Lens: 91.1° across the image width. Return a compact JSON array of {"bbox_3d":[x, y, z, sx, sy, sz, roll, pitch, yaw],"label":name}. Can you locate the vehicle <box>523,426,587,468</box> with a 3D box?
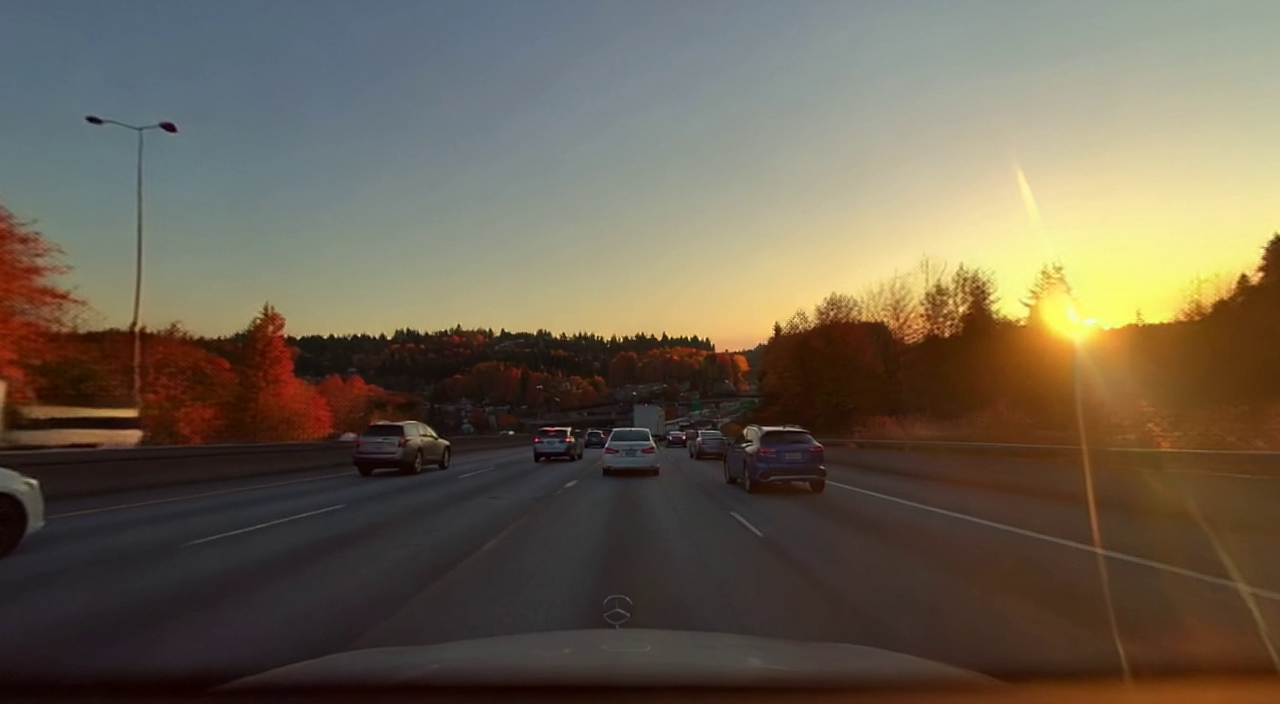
[{"bbox_3d":[-3.572,4.067,27.192,2.064,1.672,4.277,0,-8,1],"label":"vehicle"}]

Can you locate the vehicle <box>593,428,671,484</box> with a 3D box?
[{"bbox_3d":[-0.197,3.097,19.197,2.111,1.494,4.364,0,-8,1],"label":"vehicle"}]

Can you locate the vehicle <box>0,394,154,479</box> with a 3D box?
[{"bbox_3d":[-22.769,3.251,24.134,2.737,2.804,6.776,0,-8,0],"label":"vehicle"}]

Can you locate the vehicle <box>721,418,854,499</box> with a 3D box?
[{"bbox_3d":[3.333,2.496,15.199,2.095,1.650,4.331,0,-8,-1],"label":"vehicle"}]

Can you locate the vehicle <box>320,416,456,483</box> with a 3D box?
[{"bbox_3d":[-7.464,2.948,19.266,2.117,1.779,4.745,0,-8,1],"label":"vehicle"}]
